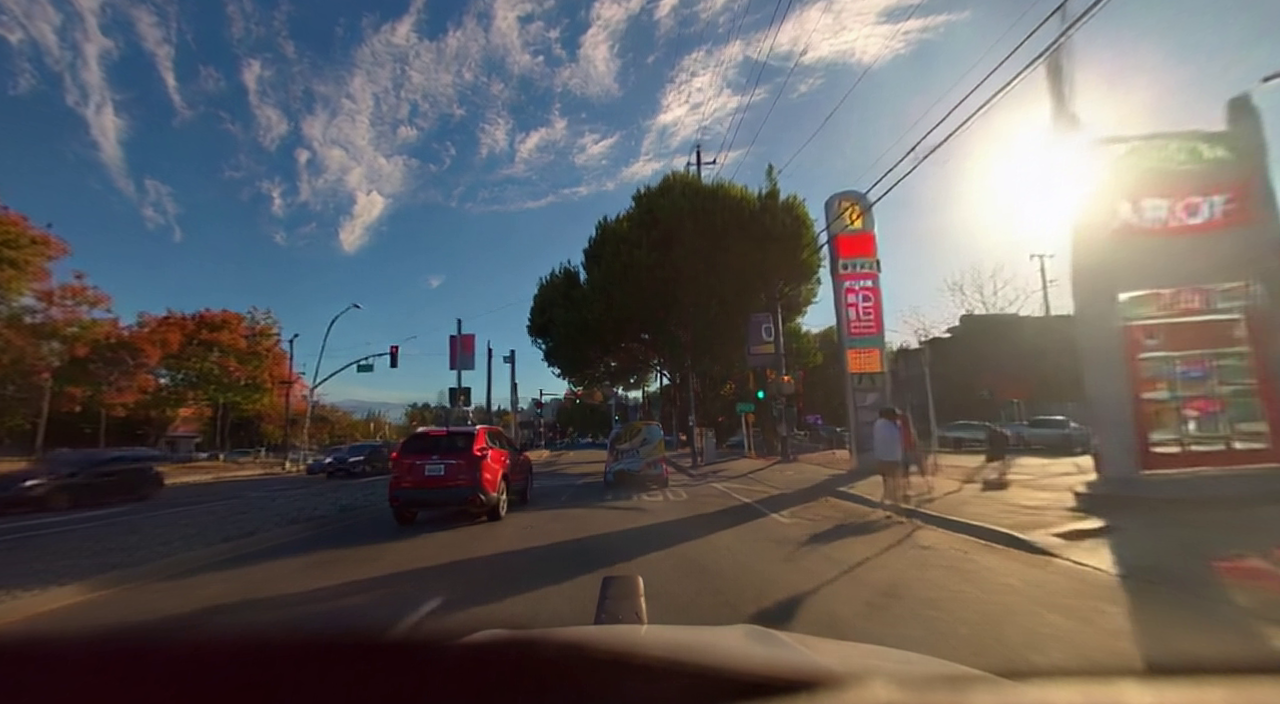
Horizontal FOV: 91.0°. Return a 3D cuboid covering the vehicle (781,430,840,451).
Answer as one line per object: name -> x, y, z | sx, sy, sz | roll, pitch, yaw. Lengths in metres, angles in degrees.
vehicle -> 13.227, 6.881, 48.807 | 3.997, 1.496, 1.907 | 3, -9, -18

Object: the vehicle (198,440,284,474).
vehicle -> -31.360, 8.271, 49.563 | 5.274, 1.973, 2.438 | -8, -10, 4

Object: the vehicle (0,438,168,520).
vehicle -> -15.294, 3.308, 16.820 | 2.044, 1.832, 4.569 | -2, -8, -4

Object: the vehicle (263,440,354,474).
vehicle -> -16.481, 5.244, 31.580 | 2.191, 1.544, 4.541 | 0, -9, -2

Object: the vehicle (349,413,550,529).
vehicle -> -3.242, 2.171, 12.039 | 2.247, 1.734, 4.919 | 0, -9, 1

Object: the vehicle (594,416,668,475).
vehicle -> -0.371, 3.631, 24.418 | 2.552, 1.999, 5.498 | 0, -9, -1
